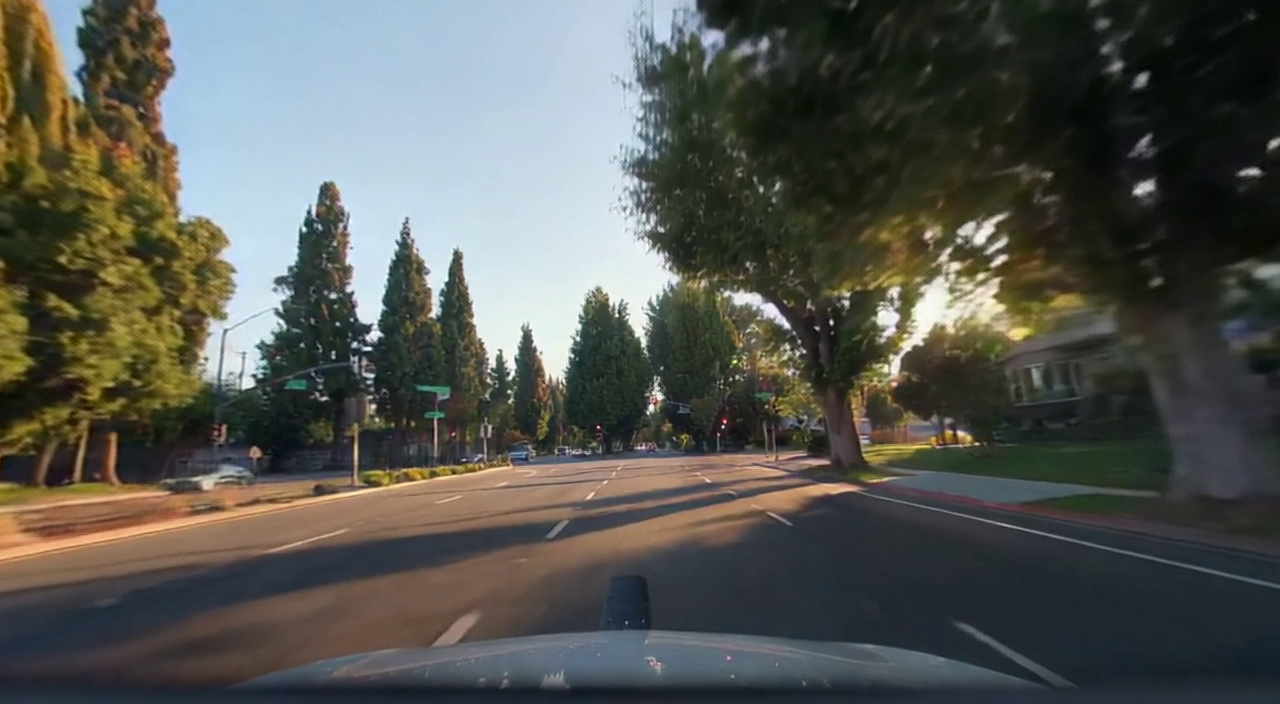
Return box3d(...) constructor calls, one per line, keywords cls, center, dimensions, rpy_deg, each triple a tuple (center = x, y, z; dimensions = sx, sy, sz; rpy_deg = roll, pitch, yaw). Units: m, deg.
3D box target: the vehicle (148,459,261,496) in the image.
box3d(cls="vehicle", center=(-20.487, 5.897, 29.963), dimensions=(2.035, 1.453, 4.600), rpy_deg=(-1, -8, 1))
